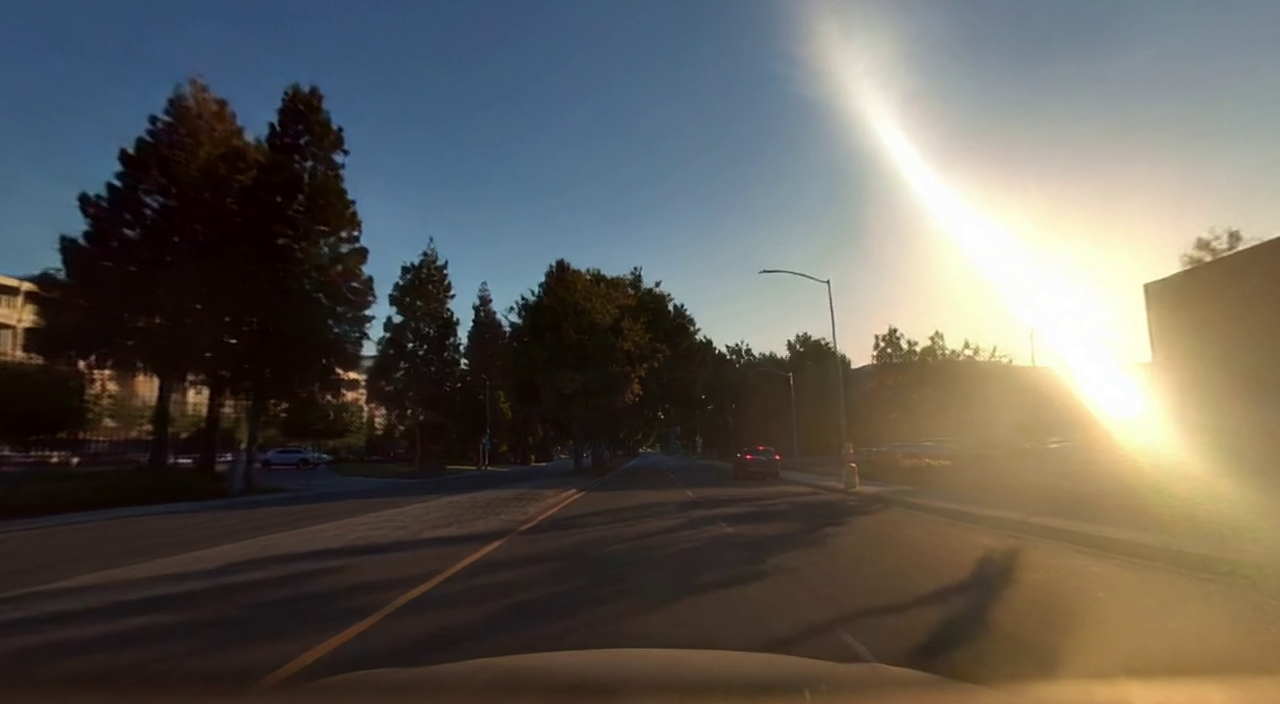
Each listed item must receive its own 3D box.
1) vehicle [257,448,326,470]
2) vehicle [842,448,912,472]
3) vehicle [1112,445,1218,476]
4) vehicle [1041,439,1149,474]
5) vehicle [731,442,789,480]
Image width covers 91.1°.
[{"bbox_3d":[-26.271,8.051,47.391,4.048,1.601,1.845,0,-9,-2],"label":"vehicle"},{"bbox_3d":[17.488,7.986,46.456,4.421,1.535,1.869,-2,-7,1],"label":"vehicle"},{"bbox_3d":[32.308,6.689,38.748,4.608,1.638,2.017,-3,-10,0],"label":"vehicle"},{"bbox_3d":[32.181,7.388,44.538,5.753,2.022,2.104,-3,-8,3],"label":"vehicle"},{"bbox_3d":[7.145,6.559,38.108,2.365,2.138,5.499,0,-8,-1],"label":"vehicle"}]
